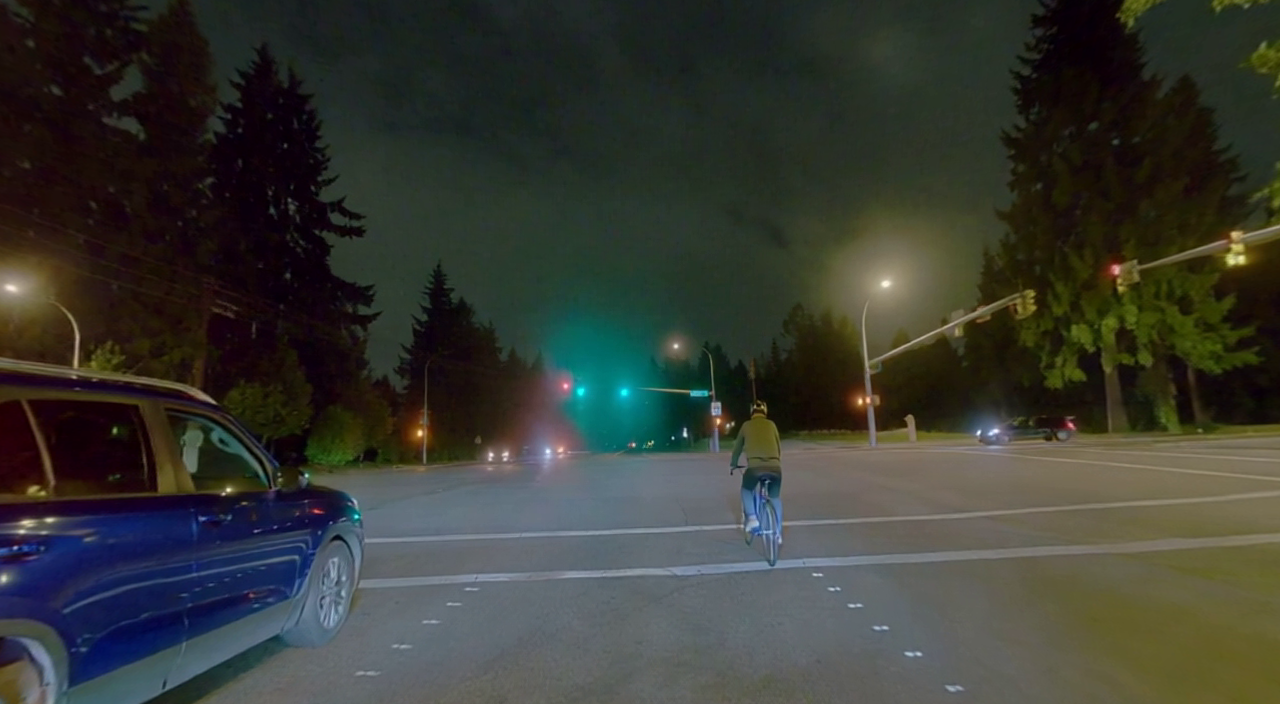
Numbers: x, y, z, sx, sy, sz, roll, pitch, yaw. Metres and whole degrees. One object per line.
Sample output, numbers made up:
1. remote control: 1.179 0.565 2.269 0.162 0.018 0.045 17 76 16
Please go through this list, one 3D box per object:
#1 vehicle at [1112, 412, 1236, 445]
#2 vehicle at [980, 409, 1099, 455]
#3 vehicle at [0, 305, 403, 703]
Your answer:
1. vehicle: 25.769 3.725 30.489 4.716 1.507 1.904 2 -9 -11
2. vehicle: 18.578 3.748 29.378 4.237 1.948 1.997 0 -9 -9
3. vehicle: -2.960 0.868 2.756 2.049 1.756 4.602 0 -8 0
